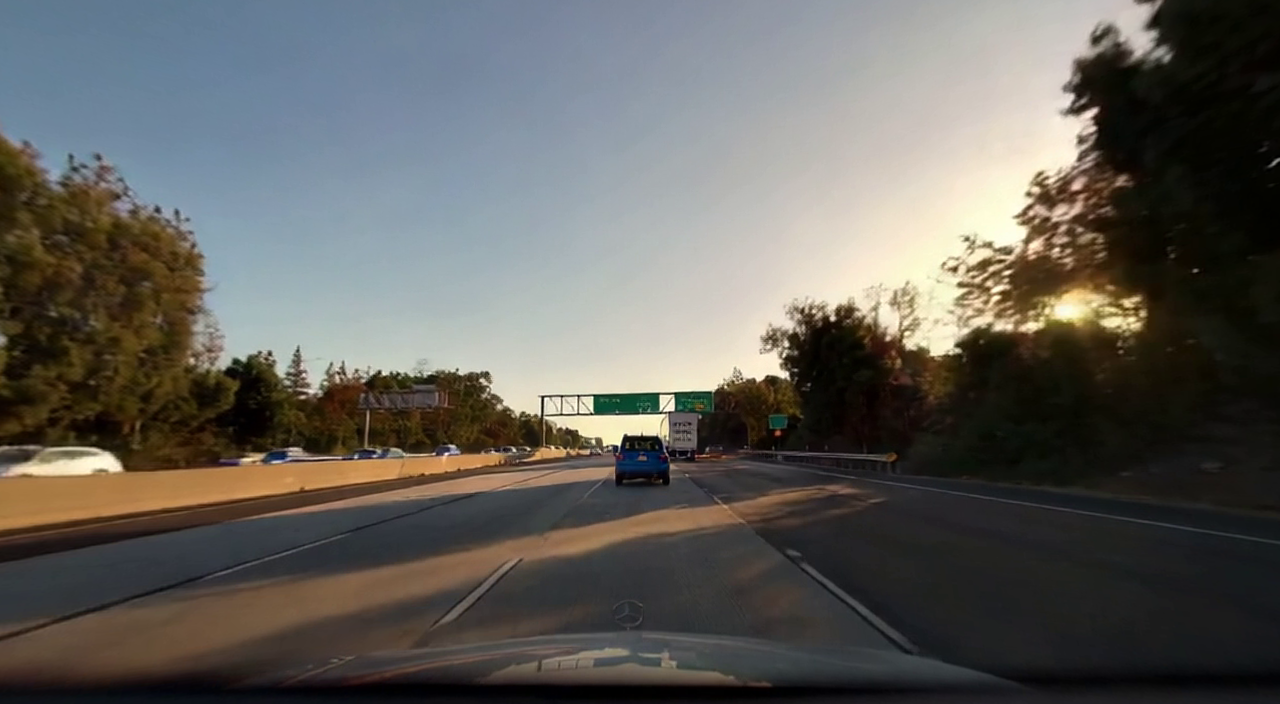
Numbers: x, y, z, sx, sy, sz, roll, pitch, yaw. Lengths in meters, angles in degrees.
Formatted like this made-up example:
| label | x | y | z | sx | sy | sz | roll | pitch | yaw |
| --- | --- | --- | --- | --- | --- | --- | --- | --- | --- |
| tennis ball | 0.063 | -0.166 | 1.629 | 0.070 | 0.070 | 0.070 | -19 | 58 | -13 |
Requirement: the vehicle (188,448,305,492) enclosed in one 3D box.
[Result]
| label | x | y | z | sx | sy | sz | roll | pitch | yaw |
| --- | --- | --- | --- | --- | --- | --- | --- | --- | --- |
| vehicle | -15.306 | 4.580 | 24.706 | 1.858 | 1.554 | 4.055 | 0 | -8 | 2 |

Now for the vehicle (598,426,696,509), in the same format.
| label | x | y | z | sx | sy | sz | roll | pitch | yaw |
| --- | --- | --- | --- | --- | --- | --- | --- | --- | --- |
| vehicle | 0.183 | 2.731 | 15.286 | 2.054 | 1.706 | 4.201 | 0 | -8 | 1 |

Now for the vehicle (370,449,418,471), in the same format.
| label | x | y | z | sx | sy | sz | roll | pitch | yaw |
| --- | --- | --- | --- | --- | --- | --- | --- | --- | --- |
| vehicle | -18.398 | 8.096 | 47.174 | 1.811 | 1.508 | 4.201 | 0 | -8 | 2 |
